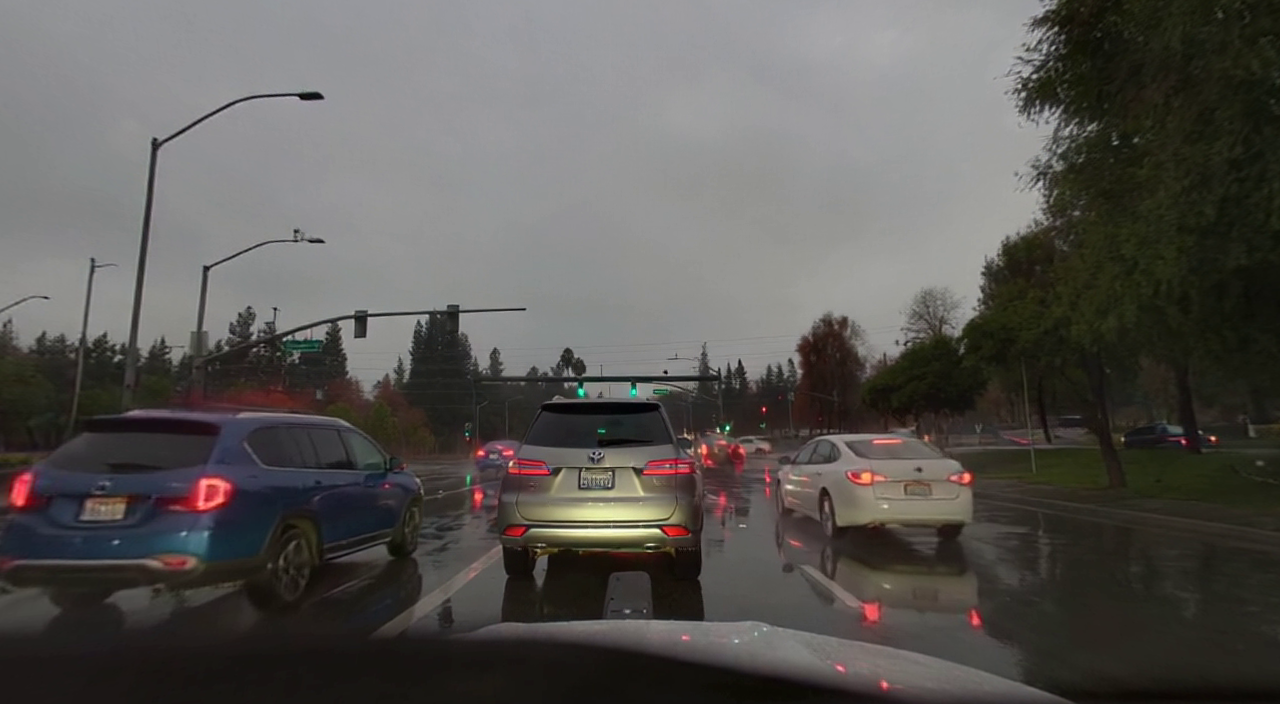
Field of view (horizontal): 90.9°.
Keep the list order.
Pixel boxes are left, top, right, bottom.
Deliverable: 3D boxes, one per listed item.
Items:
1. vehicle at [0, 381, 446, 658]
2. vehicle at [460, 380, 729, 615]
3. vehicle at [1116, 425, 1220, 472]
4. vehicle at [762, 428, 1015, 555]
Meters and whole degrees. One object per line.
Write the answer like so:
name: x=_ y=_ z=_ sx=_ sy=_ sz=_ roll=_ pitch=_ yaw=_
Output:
vehicle: x=-3.721 y=1.344 z=6.160 sx=2.160 sy=1.666 sz=4.583 roll=0 pitch=-8 yaw=0
vehicle: x=-0.362 y=1.439 z=7.101 sx=2.064 sy=1.817 sz=4.298 roll=0 pitch=-8 yaw=0
vehicle: x=19.307 y=3.509 z=22.980 sx=4.215 sy=1.578 sz=1.892 roll=7 pitch=-11 yaw=-37
vehicle: x=3.358 y=1.967 z=9.622 sx=2.121 sy=1.494 sz=4.208 roll=0 pitch=-8 yaw=0
